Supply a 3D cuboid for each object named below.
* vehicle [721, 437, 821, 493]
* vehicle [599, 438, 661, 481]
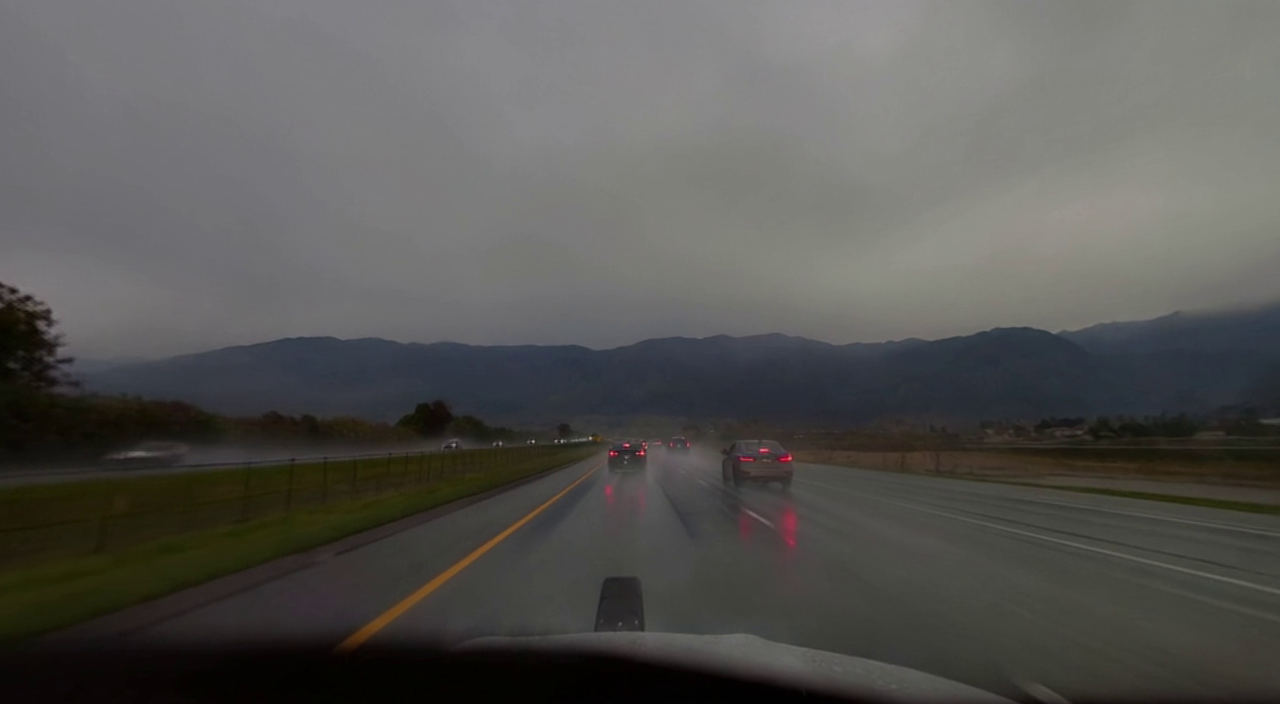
[{"bbox_3d":[3.735,3.285,18.711,1.957,1.447,4.241,0,-8,-2],"label":"vehicle"},{"bbox_3d":[-0.350,3.944,23.291,2.085,1.449,3.860,0,-8,0],"label":"vehicle"}]
